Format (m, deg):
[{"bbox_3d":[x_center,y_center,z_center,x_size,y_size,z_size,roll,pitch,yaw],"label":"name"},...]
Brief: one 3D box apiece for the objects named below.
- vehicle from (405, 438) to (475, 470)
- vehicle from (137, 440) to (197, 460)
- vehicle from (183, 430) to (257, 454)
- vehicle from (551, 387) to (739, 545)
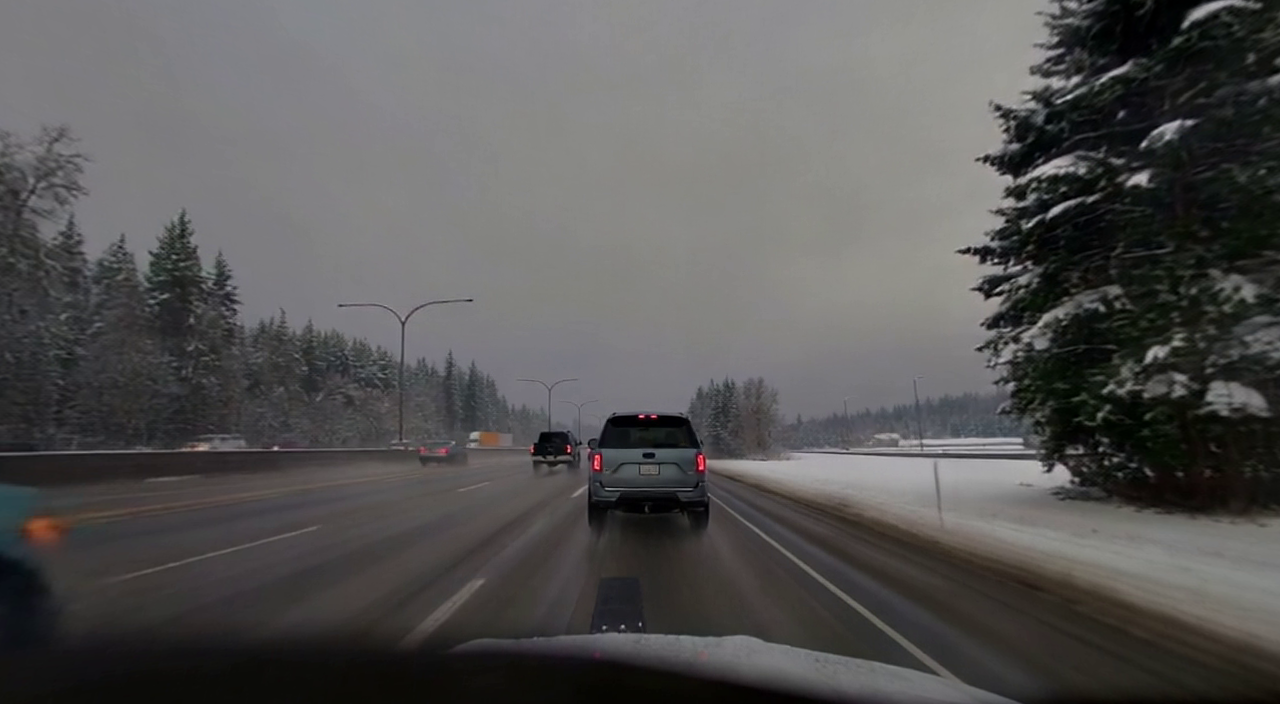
[{"bbox_3d":[-10.245,5.275,32.756,2.002,1.484,4.798,0,-9,1],"label":"vehicle"},{"bbox_3d":[-33.565,6.982,44.863,1.488,1.366,3.409,-1,-9,3],"label":"vehicle"},{"bbox_3d":[-29.679,6.390,44.707,2.125,1.572,4.385,-1,-9,2],"label":"vehicle"},{"bbox_3d":[0.069,1.818,10.519,2.395,2.013,4.734,0,-9,0],"label":"vehicle"}]
